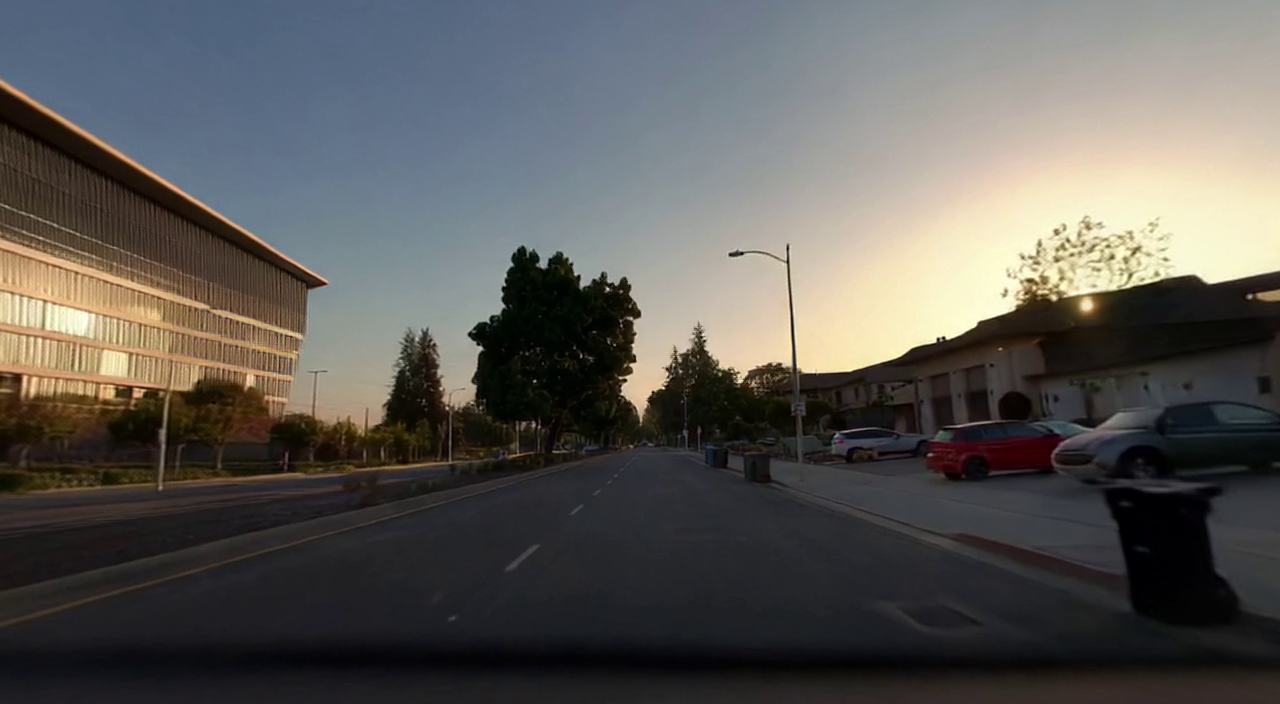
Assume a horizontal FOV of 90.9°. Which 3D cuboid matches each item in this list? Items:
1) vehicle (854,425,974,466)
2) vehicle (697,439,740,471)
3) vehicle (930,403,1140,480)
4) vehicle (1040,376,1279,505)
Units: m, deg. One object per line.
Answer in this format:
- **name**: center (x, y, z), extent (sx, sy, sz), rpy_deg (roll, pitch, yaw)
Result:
- **vehicle**: center (12.266, 4.237, 28.430), extent (4.418, 1.532, 1.889), rpy_deg (-3, -11, -2)
- **vehicle**: center (4.836, 6.404, 39.452), extent (2.078, 1.771, 5.174), rpy_deg (3, -8, 1)
- **vehicle**: center (11.628, 2.684, 18.785), extent (4.865, 1.674, 1.963), rpy_deg (-5, -10, -4)
- **vehicle**: center (11.960, 1.773, 13.371), extent (5.330, 1.917, 2.001), rpy_deg (-9, -9, 0)
